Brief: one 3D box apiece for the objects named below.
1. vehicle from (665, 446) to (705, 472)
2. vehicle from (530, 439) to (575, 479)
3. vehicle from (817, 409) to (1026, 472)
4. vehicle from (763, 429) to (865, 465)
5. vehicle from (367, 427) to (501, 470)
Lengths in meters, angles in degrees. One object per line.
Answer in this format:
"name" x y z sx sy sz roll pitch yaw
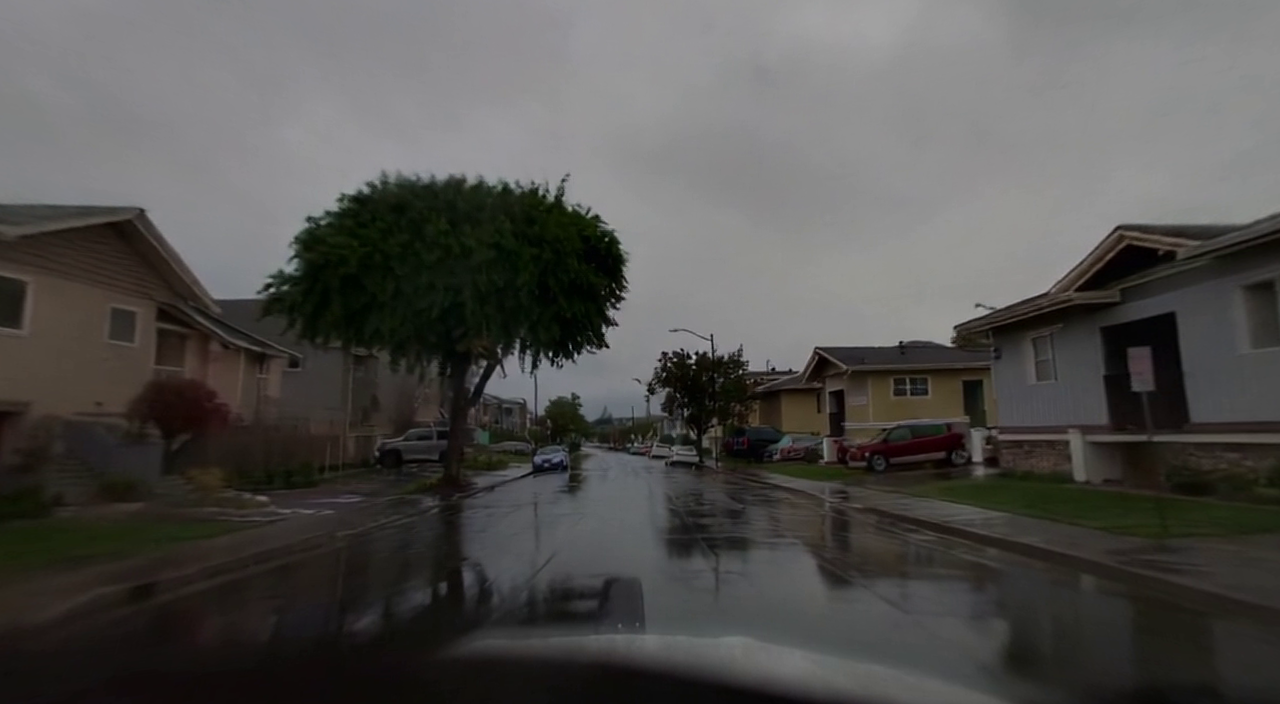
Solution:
"vehicle" 2.682 6.420 38.091 1.869 1.458 4.324 1 -8 -3
"vehicle" -4.905 6.013 35.907 2.230 1.782 4.628 0 -4 -4
"vehicle" 9.084 2.926 20.766 5.799 1.927 2.214 0 -8 -1
"vehicle" 8.639 4.776 31.543 4.511 1.719 1.937 0 -8 -3
"vehicle" -9.964 4.745 30.945 5.843 1.985 2.294 1 -9 -6
